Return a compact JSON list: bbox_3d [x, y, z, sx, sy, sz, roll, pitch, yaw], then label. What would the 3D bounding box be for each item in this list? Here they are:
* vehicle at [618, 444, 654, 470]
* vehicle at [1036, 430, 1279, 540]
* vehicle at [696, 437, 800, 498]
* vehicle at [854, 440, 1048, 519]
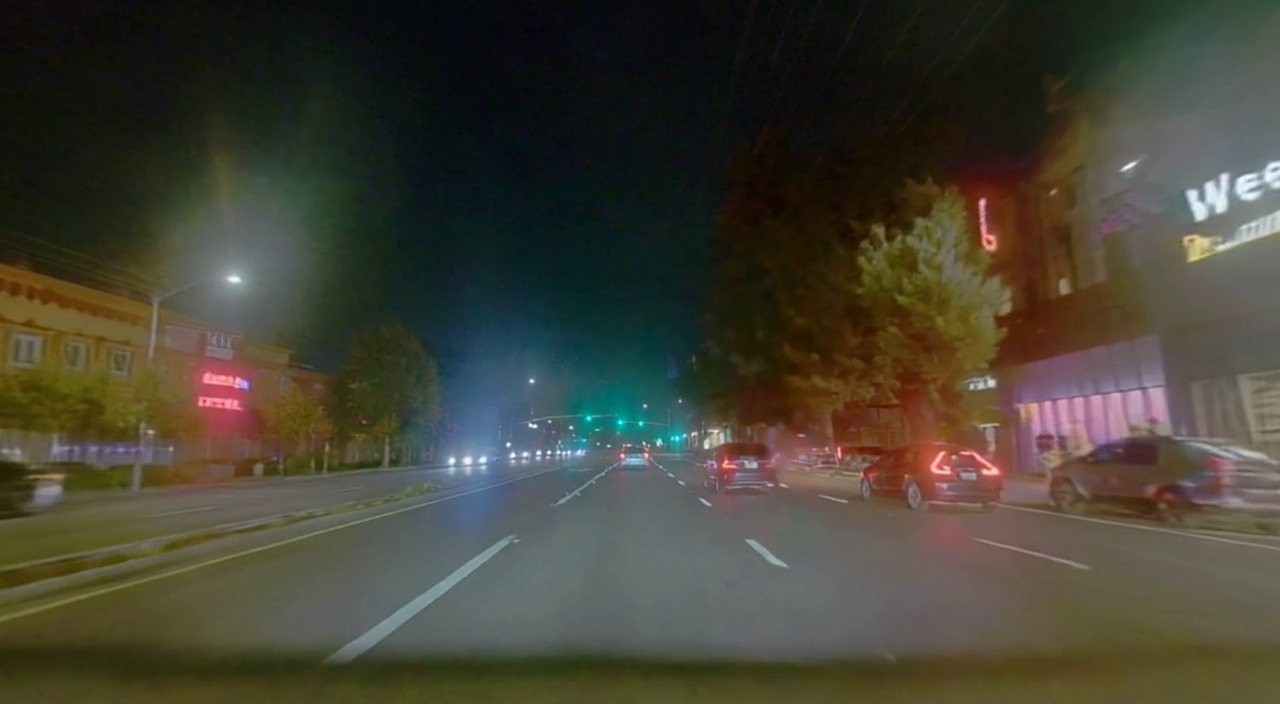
[{"bbox_3d":[-0.249,6.303,38.304,2.052,1.461,4.324,0,-8,0],"label":"vehicle"},{"bbox_3d":[10.505,2.479,12.524,2.057,1.748,4.673,0,-8,-3],"label":"vehicle"},{"bbox_3d":[2.974,3.297,18.502,2.072,1.545,4.578,0,-8,-2],"label":"vehicle"},{"bbox_3d":[6.634,2.740,14.186,1.952,1.449,4.544,0,-8,-1],"label":"vehicle"}]
